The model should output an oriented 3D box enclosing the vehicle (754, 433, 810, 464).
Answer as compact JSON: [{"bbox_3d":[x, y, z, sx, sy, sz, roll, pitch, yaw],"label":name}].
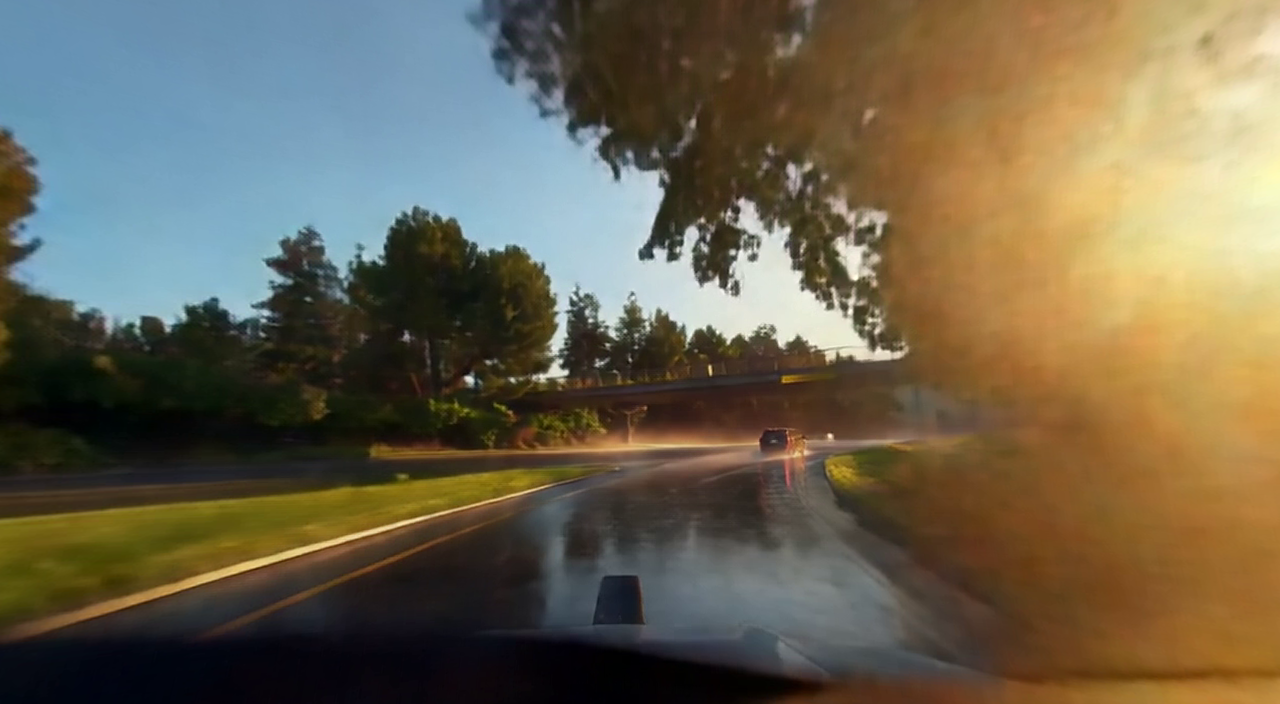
[{"bbox_3d":[7.347,4.978,32.366,1.980,1.449,3.650,-5,-10,25],"label":"vehicle"}]
